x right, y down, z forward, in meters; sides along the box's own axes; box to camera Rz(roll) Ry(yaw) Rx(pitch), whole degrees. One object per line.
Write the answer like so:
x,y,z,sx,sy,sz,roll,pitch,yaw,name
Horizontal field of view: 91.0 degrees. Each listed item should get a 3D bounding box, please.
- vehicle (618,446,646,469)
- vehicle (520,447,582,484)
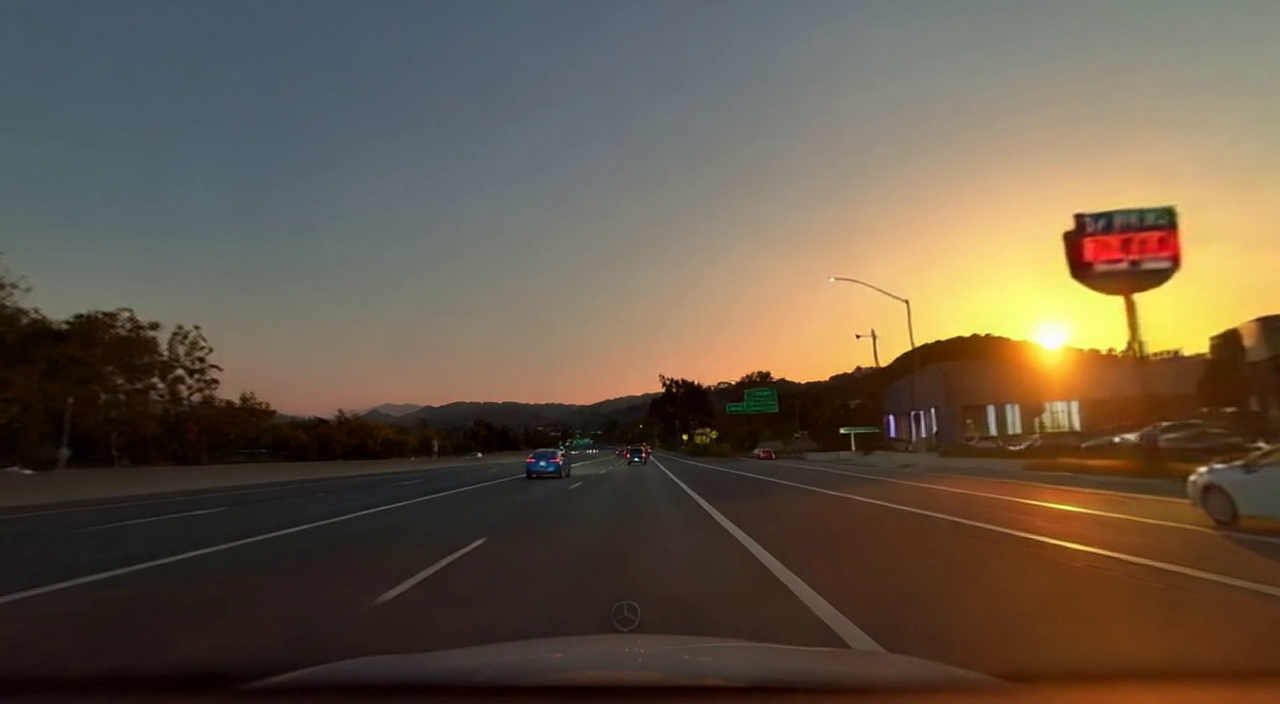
-0.582,8.197,49.180,2.102,1.692,4.057,0,-9,1,vehicle
-3.948,5.090,28.585,2.071,1.553,4.388,0,-9,1,vehicle
